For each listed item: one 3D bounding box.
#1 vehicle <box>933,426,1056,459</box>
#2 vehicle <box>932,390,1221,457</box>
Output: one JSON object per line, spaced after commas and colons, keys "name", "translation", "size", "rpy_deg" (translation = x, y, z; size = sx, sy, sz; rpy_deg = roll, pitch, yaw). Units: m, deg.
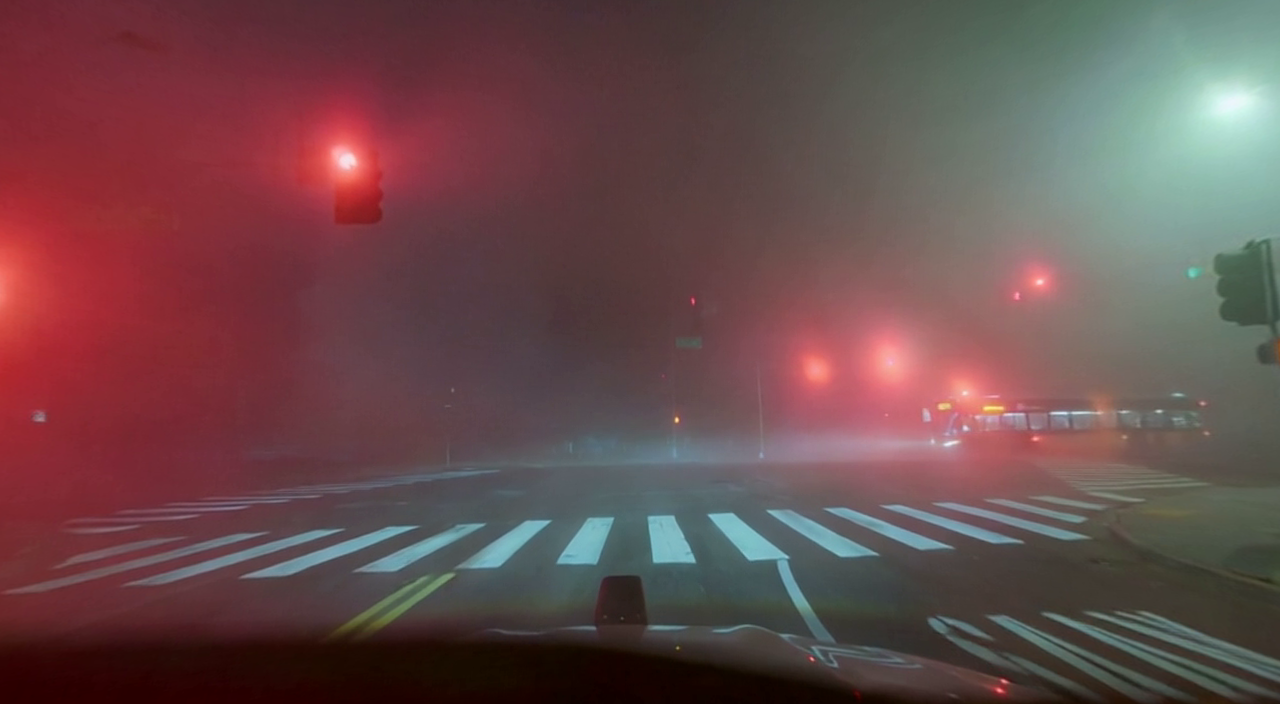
{"name": "vehicle", "translation": [16.206, 4.179, 28.876], "size": [4.538, 1.461, 1.805], "rpy_deg": [0, -9, -1]}
{"name": "vehicle", "translation": [22.549, 3.813, 32.962], "size": [12.822, 3.296, 3.033], "rpy_deg": [0, -9, -1]}
